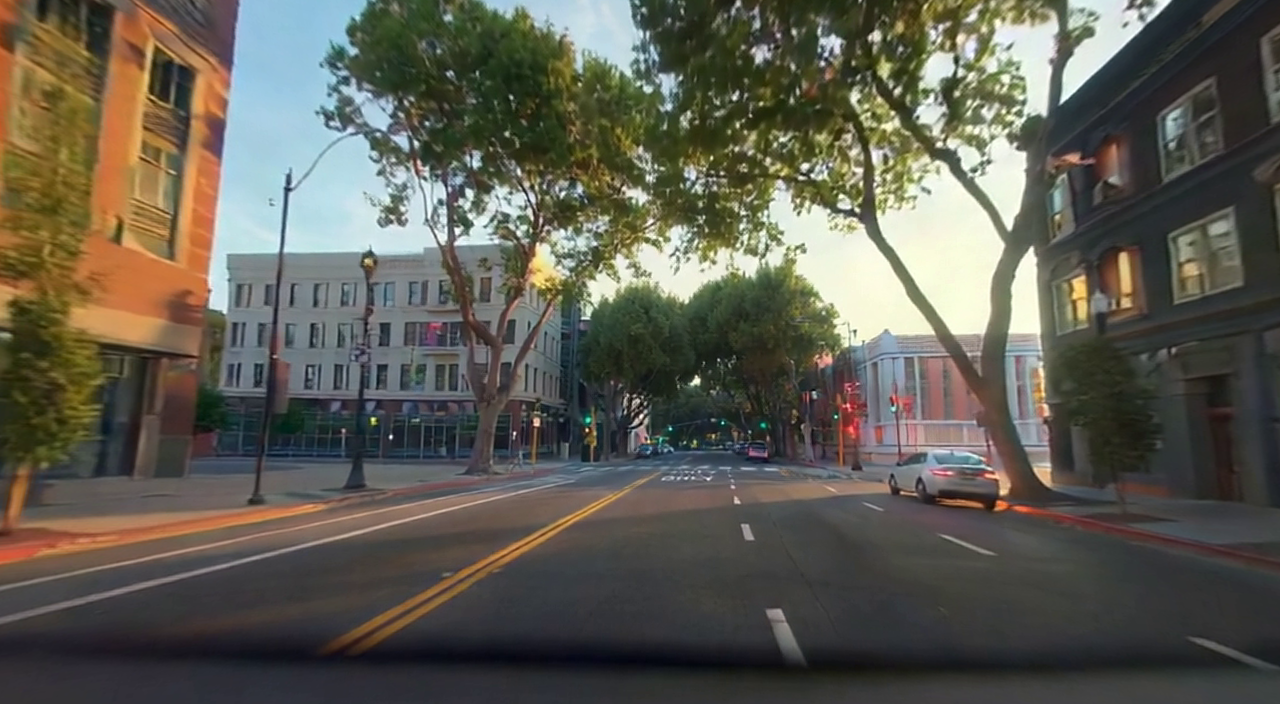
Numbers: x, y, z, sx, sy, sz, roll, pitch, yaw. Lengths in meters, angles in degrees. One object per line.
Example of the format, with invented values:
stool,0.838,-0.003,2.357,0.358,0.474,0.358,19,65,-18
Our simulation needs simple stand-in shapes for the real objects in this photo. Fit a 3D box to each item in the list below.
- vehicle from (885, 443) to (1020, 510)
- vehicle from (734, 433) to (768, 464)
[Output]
vehicle,7.965,3.152,16.532,1.759,1.488,4.124,0,-8,6
vehicle,7.510,6.550,43.001,1.971,1.919,4.748,0,-8,7
